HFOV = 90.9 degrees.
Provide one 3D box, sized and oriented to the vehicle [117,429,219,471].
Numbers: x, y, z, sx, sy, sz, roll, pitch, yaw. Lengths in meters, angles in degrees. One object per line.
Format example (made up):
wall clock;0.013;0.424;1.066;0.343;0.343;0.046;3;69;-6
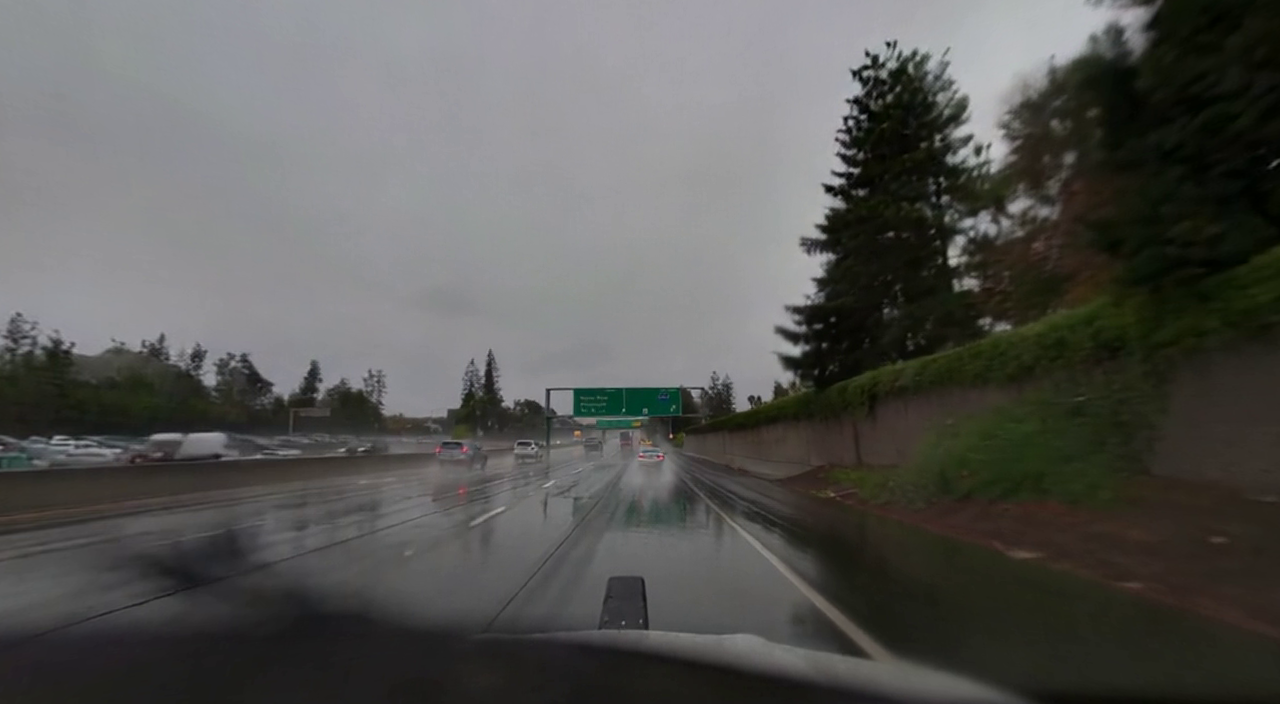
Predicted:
vehicle;-30.687;6.371;41.360;2.261;2.501;5.877;0;-8;-2

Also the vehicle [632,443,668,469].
vehicle;0.638;6.401;39.025;2.137;1.461;3.999;0;-8;1

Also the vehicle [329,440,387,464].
vehicle;-19.378;6.867;43.509;1.870;1.567;4.567;0;-8;0

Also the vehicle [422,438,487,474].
vehicle;-8.851;4.964;30.448;1.954;1.605;4.023;0;-8;-1
